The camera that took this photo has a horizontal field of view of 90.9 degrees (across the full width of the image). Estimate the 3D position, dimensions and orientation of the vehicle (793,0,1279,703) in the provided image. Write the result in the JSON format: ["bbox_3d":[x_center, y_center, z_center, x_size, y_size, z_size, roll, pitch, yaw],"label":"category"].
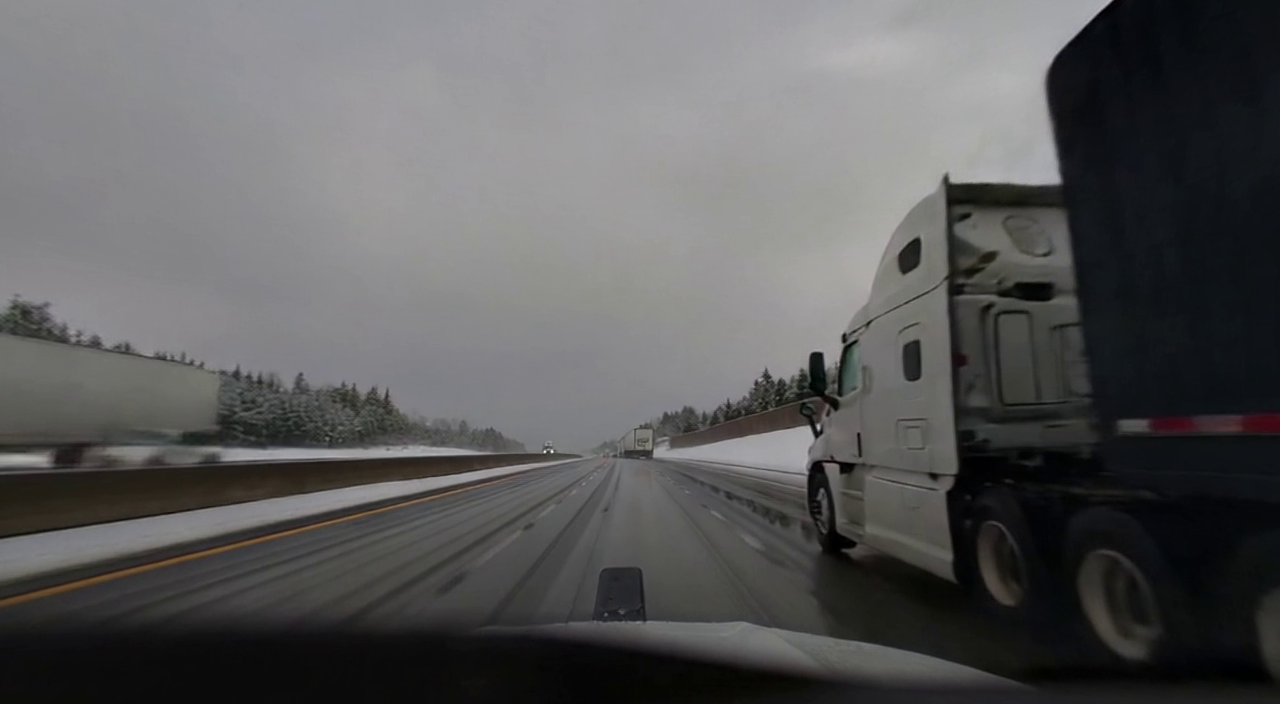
[{"bbox_3d":[3.713,0.237,5.384,3.045,3.825,6.161,0,-9,-1],"label":"vehicle"}]

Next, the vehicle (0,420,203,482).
[{"bbox_3d":[-15.386,2.876,18.382,2.004,1.551,4.601,0,-9,-1],"label":"vehicle"}]

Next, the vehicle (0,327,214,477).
[{"bbox_3d":[-19.711,1.809,20.230,3.413,4.196,12.063,0,-9,1],"label":"vehicle"}]
